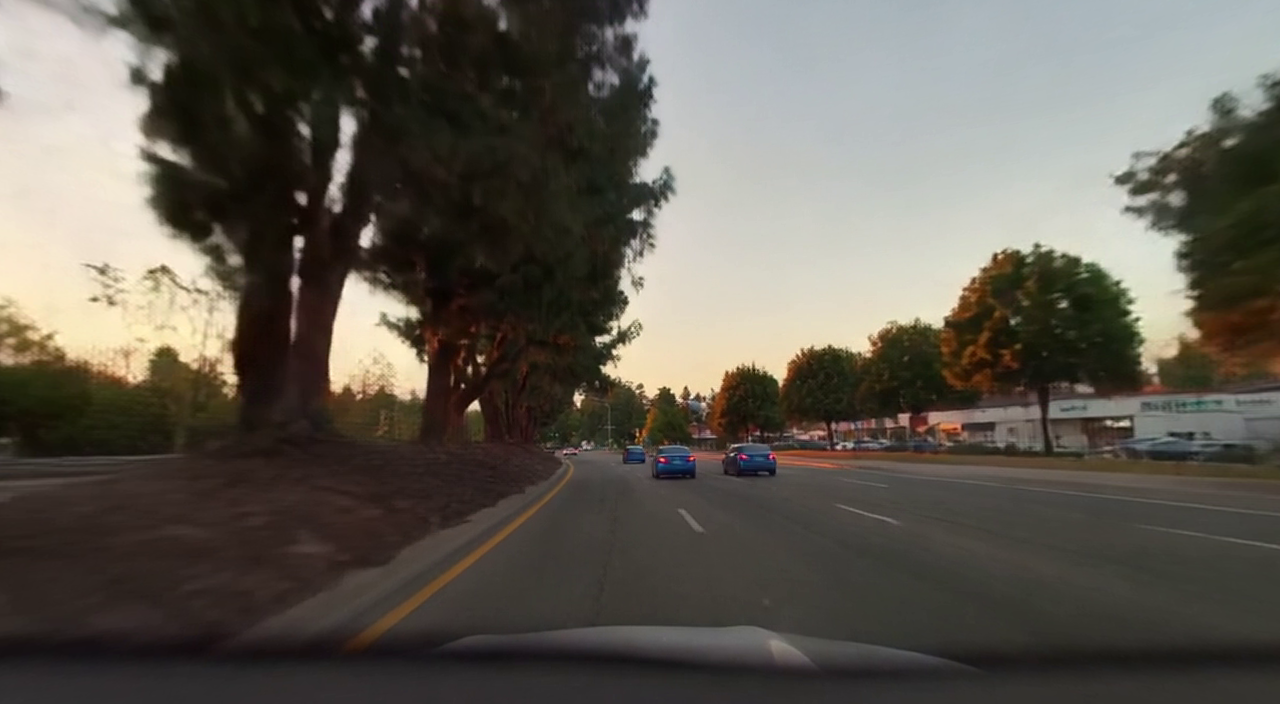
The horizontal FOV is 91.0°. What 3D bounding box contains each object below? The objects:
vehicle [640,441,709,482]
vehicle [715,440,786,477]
[{"bbox_3d":[1.256,4.286,24.966,2.077,1.464,4.134,1,-8,-6],"label":"vehicle"},{"bbox_3d":[4.734,4.615,27.598,1.901,1.474,4.363,1,-8,-6],"label":"vehicle"}]
